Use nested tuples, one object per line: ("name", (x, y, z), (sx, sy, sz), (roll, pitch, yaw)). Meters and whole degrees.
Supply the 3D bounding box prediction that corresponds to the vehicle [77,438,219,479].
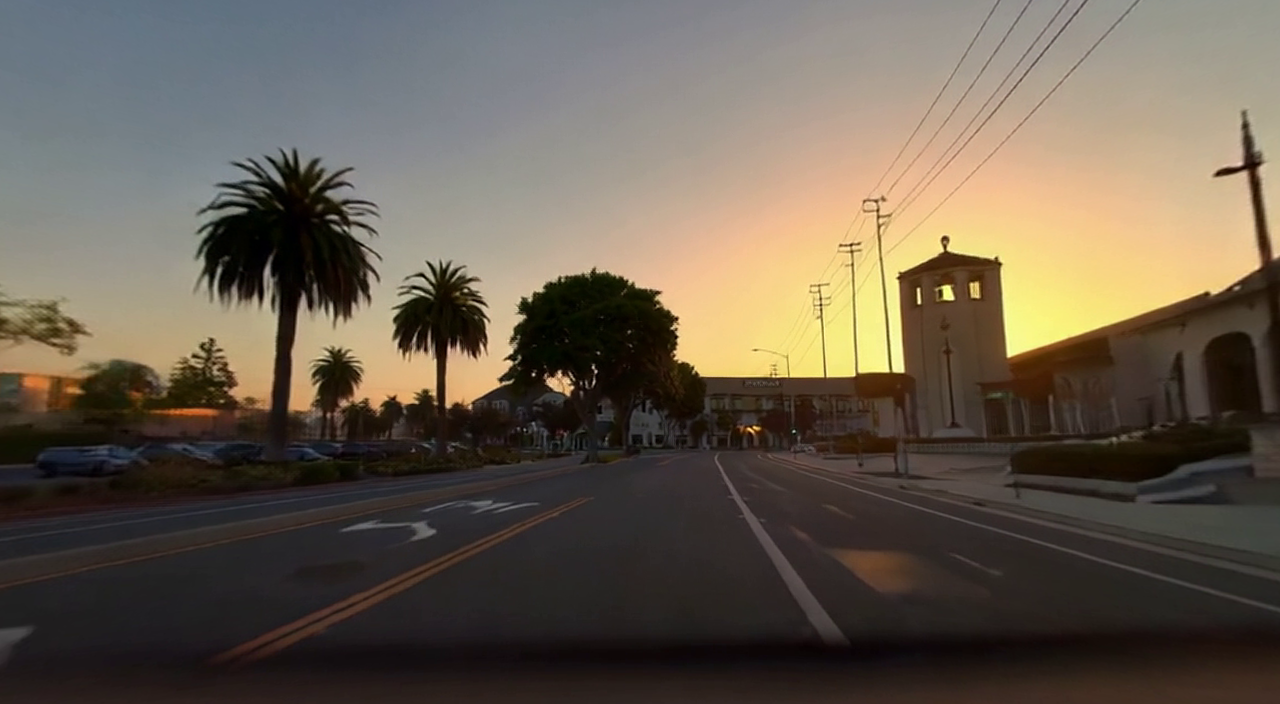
("vehicle", (-23.087, 4.983, 29.565), (5.084, 1.664, 2.006), (-2, -7, 2))
